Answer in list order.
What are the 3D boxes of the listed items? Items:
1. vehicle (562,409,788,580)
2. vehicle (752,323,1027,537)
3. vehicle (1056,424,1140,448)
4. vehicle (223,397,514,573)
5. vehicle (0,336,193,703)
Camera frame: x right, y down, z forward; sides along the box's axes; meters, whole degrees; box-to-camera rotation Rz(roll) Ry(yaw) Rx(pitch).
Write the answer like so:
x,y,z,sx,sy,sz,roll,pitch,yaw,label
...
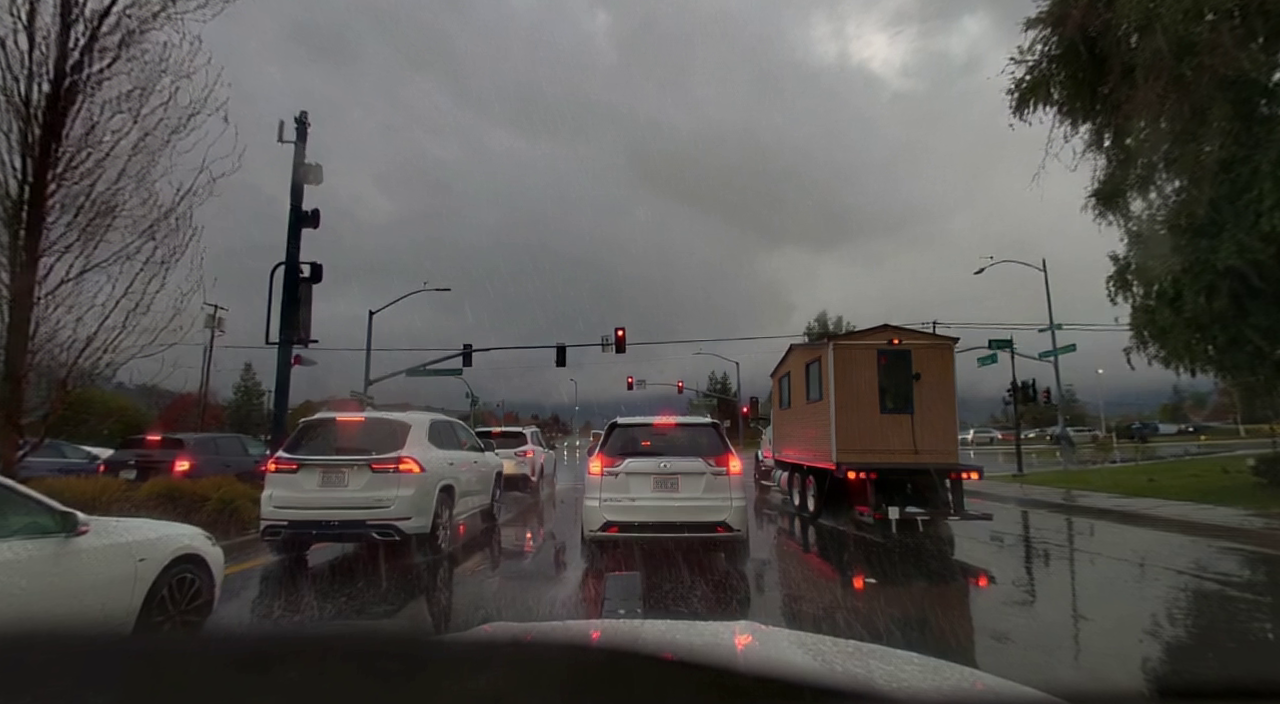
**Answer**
x,y,z,sx,sy,sz,roll,pitch,yaw,label
0.352,1.707,8.321,2.189,1.649,4.171,0,-9,0,vehicle
3.688,1.402,11.005,2.531,2.750,5.595,0,-9,1,vehicle
33.164,6.138,45.889,4.671,1.595,1.824,-6,-10,31,vehicle
-3.271,1.716,8.839,2.085,1.812,4.388,0,-9,0,vehicle
-3.429,0.655,1.350,1.952,1.730,4.116,0,-9,-1,vehicle
